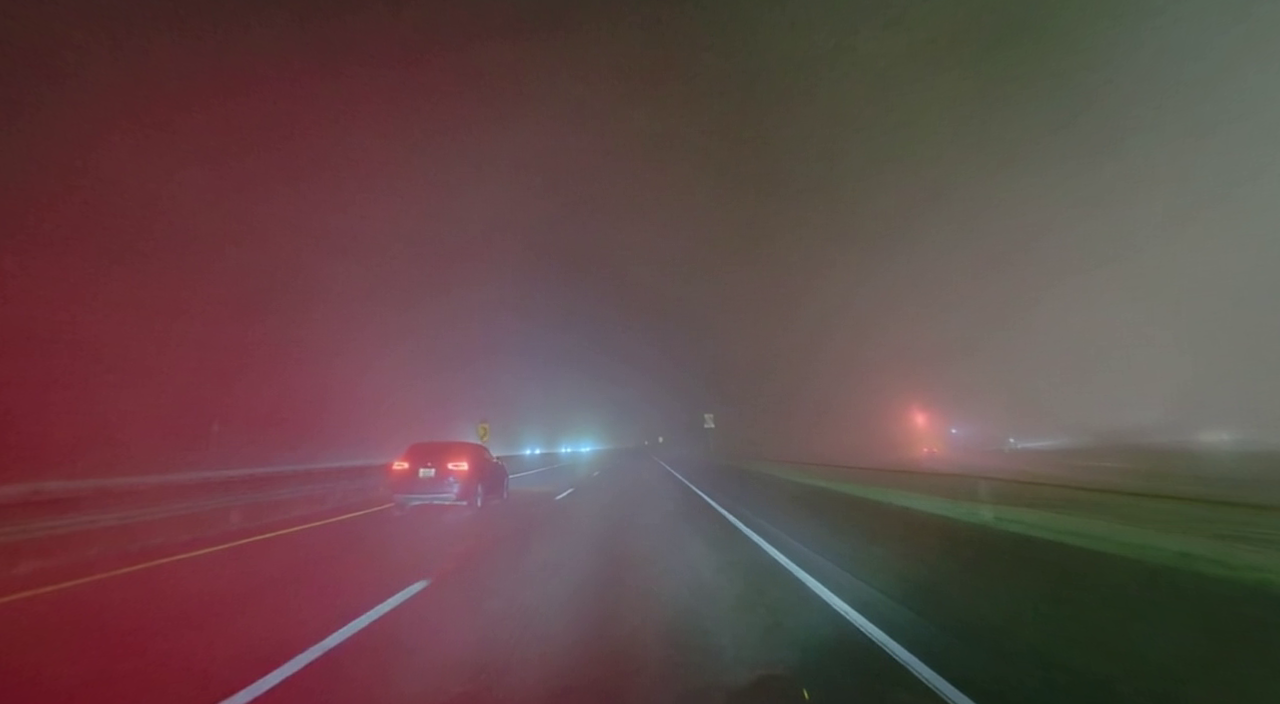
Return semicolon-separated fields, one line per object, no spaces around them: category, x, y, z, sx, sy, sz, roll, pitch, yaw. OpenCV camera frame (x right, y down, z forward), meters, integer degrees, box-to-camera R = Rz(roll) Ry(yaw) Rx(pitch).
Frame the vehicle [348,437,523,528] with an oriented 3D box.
vehicle;-3.989;2.625;13.304;2.118;1.562;4.541;-1;-9;1
